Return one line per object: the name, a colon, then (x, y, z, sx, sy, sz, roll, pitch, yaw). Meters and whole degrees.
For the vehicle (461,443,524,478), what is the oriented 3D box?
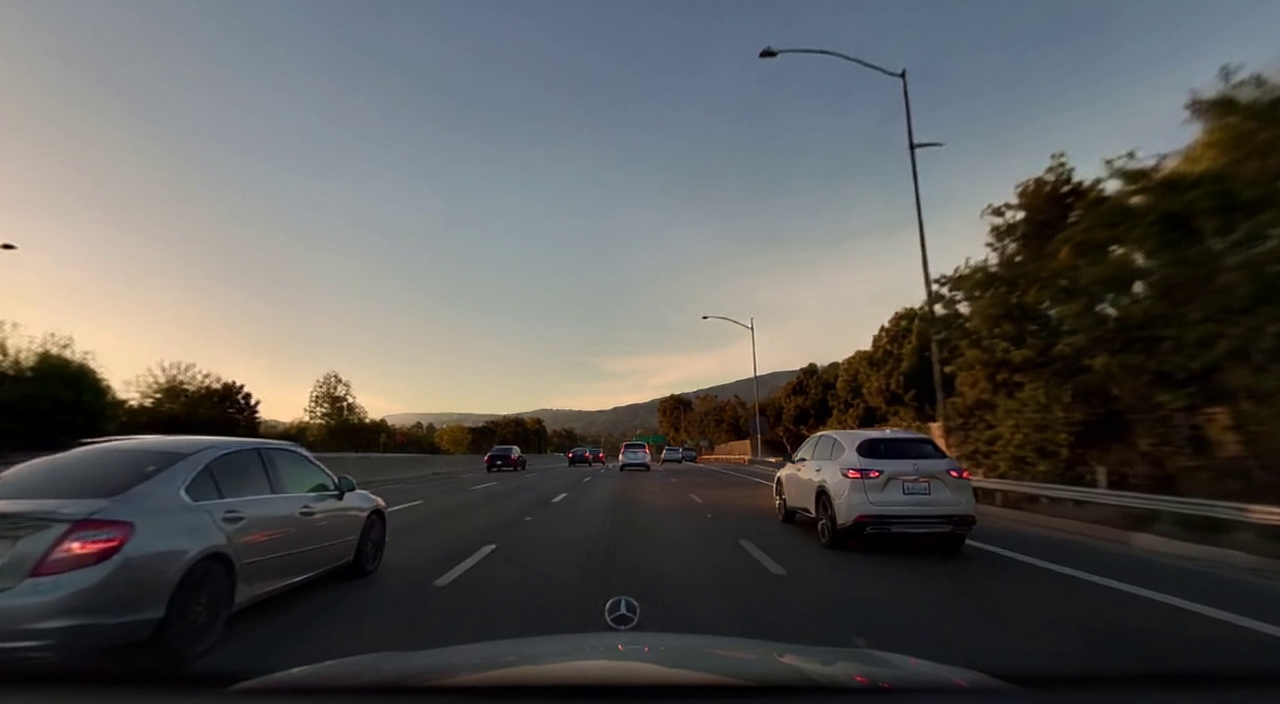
vehicle: (-7.003, 5.177, 30.398, 1.980, 1.519, 4.147, 0, -8, 1)

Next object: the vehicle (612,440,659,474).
vehicle: (-0.259, 5.657, 34.300, 2.408, 1.748, 4.217, 0, -8, -1)

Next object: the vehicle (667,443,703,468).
vehicle: (3.263, 7.619, 46.703, 2.320, 1.735, 4.408, 0, -8, 0)

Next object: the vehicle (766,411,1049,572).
vehicle: (3.351, 1.846, 9.154, 2.029, 1.716, 4.545, 0, -8, -1)

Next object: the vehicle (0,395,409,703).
vehicle: (-3.392, 1.156, 3.866, 2.130, 1.514, 4.766, 0, -8, 0)

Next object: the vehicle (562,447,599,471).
vehicle: (-3.805, 6.951, 41.378, 1.968, 1.473, 4.209, 0, -8, 1)
